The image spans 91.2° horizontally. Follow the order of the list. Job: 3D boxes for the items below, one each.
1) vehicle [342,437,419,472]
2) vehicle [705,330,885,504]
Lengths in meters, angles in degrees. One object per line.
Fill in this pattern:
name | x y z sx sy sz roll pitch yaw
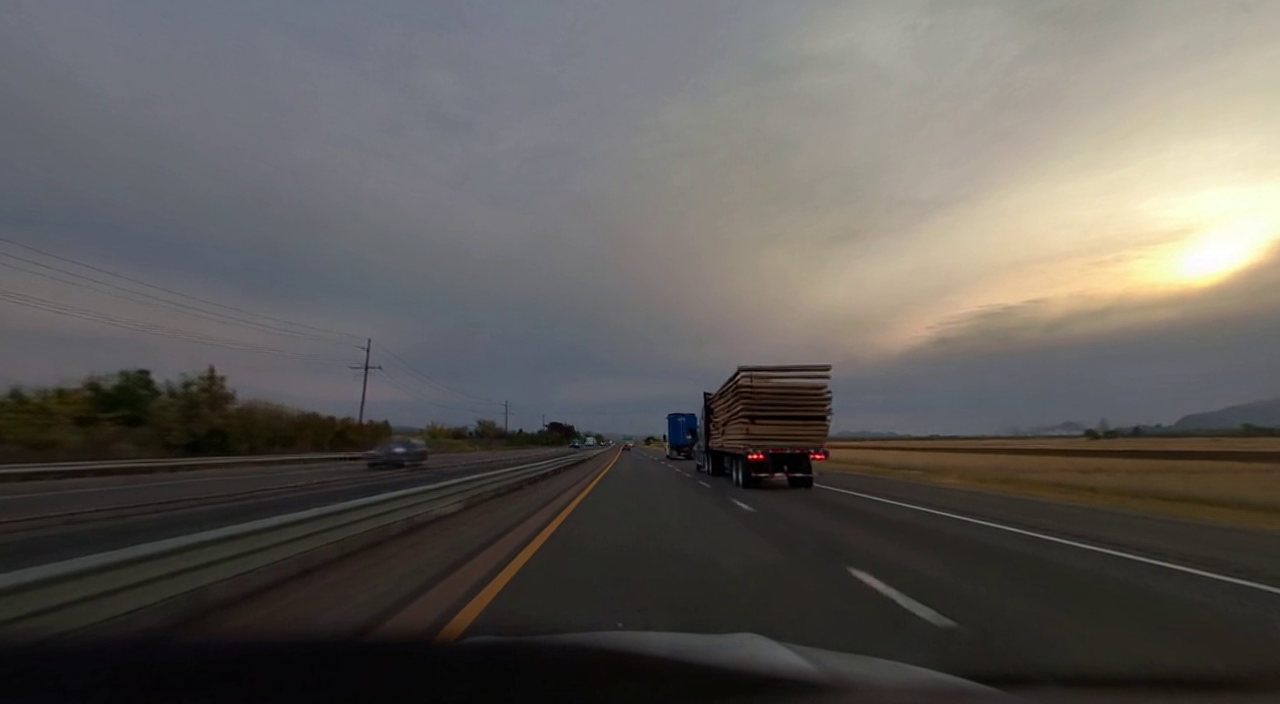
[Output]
vehicle | -11.973 4.747 29.276 1.852 1.497 3.992 0 -8 1
vehicle | 4.330 2.446 21.634 3.024 4.065 13.796 -1 -8 2
